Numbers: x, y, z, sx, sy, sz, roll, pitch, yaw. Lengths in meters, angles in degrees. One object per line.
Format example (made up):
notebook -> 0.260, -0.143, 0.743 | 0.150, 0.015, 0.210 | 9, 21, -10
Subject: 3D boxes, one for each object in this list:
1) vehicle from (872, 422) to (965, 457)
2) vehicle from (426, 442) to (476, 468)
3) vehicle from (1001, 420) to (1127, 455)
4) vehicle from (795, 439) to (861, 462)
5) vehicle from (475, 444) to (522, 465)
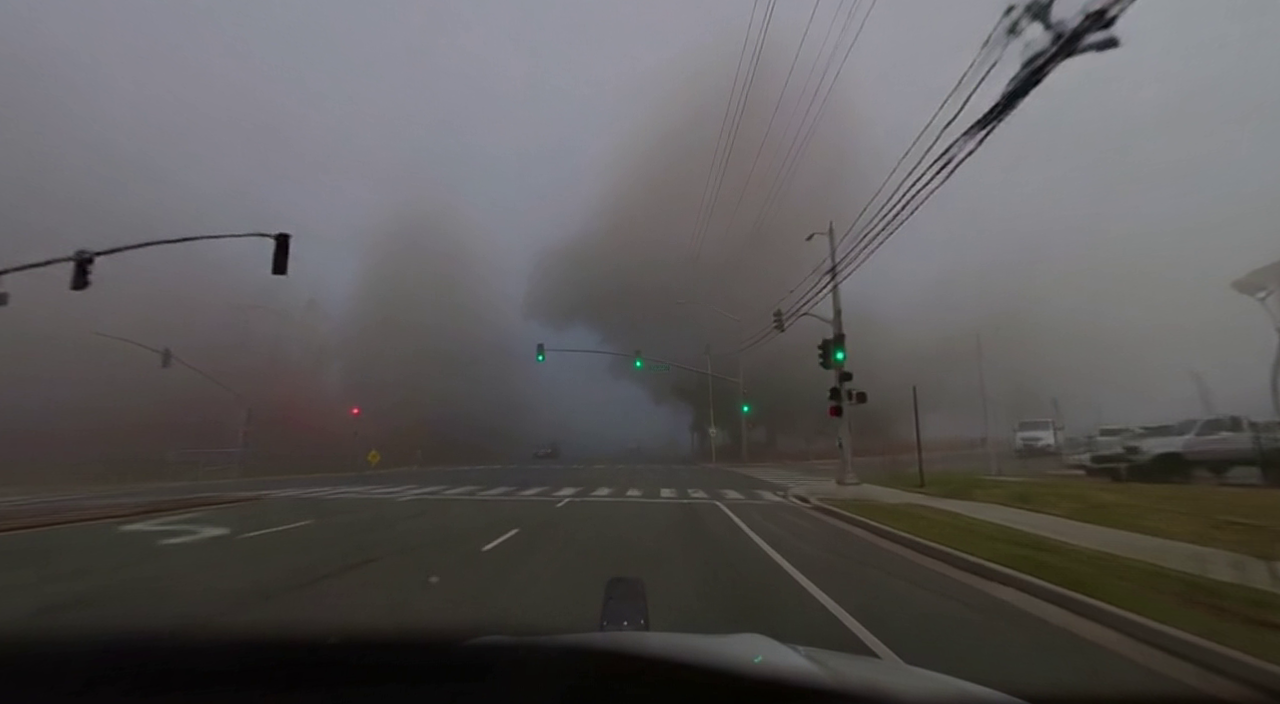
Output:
vehicle -> 20.135, 6.487, 45.970 | 2.609, 2.332, 5.734 | 5, -11, -25
vehicle -> -14.426, 7.868, 48.476 | 2.112, 1.880, 4.479 | -1, -8, 5
vehicle -> 26.599, 5.443, 39.863 | 2.370, 2.038, 6.186 | 4, -9, -22
vehicle -> 13.913, 7.313, 46.965 | 1.897, 1.532, 4.694 | 2, -8, -26
vehicle -> -10.980, 8.001, 49.320 | 2.090, 1.519, 4.919 | -1, -8, 6
